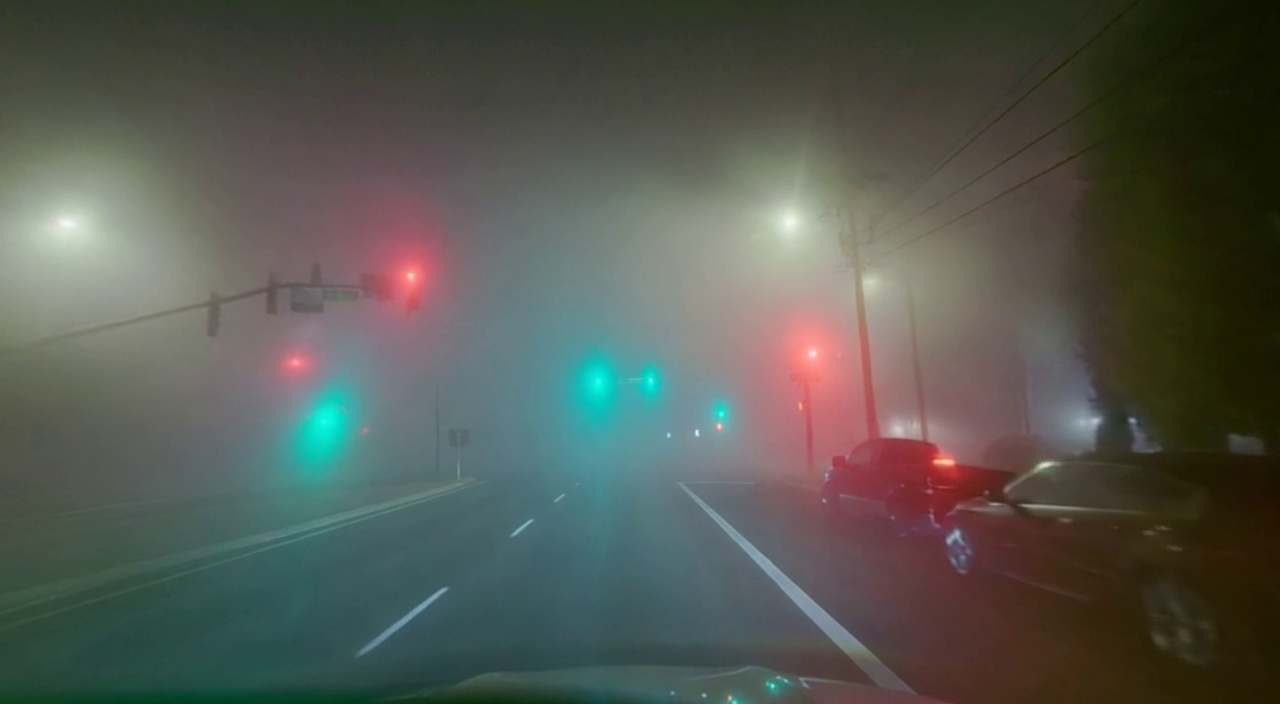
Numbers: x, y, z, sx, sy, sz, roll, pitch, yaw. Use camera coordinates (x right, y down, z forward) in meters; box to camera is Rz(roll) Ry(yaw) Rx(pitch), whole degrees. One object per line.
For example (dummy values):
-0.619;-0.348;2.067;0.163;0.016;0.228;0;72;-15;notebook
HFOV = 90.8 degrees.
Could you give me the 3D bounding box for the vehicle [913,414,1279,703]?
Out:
3.961;1.264;4.634;1.833;1.444;4.589;0;-8;0;vehicle
